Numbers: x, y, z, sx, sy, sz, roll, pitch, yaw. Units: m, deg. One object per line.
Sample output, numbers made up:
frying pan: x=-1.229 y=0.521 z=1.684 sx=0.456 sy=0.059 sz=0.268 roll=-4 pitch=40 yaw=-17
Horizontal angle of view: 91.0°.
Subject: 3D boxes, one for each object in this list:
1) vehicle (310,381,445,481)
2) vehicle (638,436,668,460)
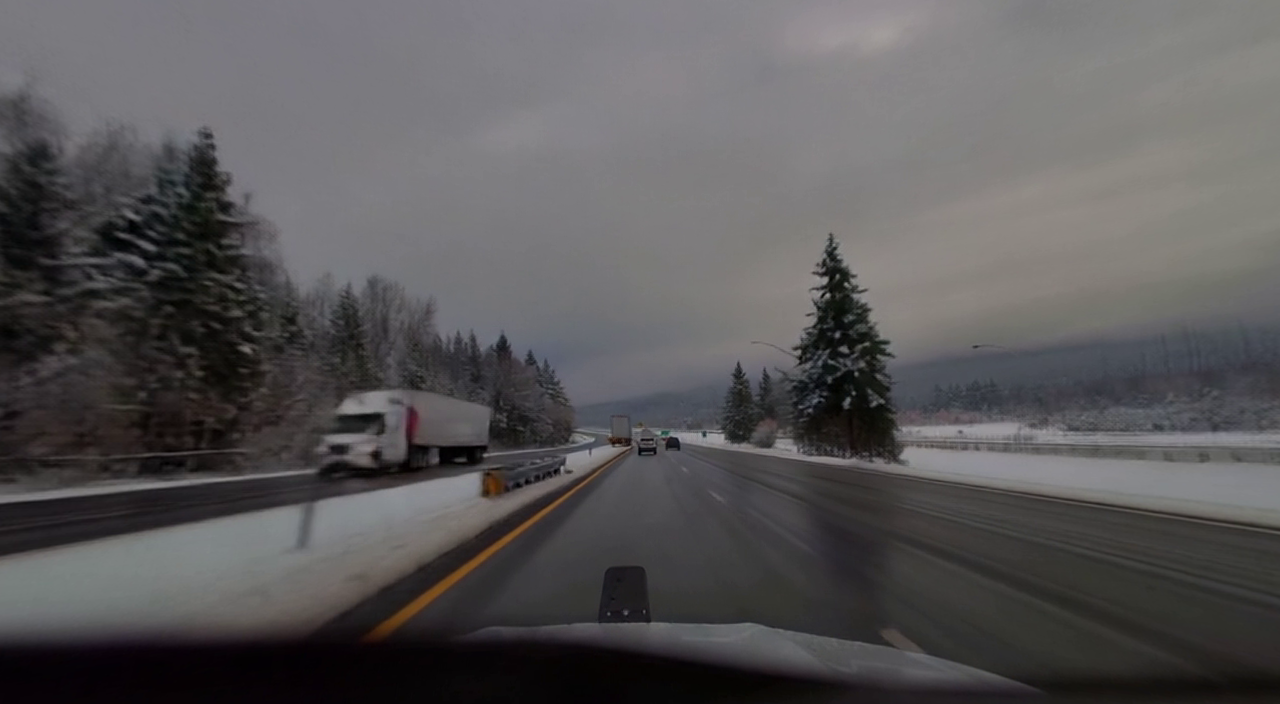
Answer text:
vehicle: x=-11.235 y=3.498 z=27.694 sx=3.024 sy=3.912 sz=6.057 roll=0 pitch=-8 yaw=2
vehicle: x=0.839 y=6.306 z=41.286 sx=1.924 sy=1.498 sz=3.817 roll=0 pitch=-8 yaw=1
